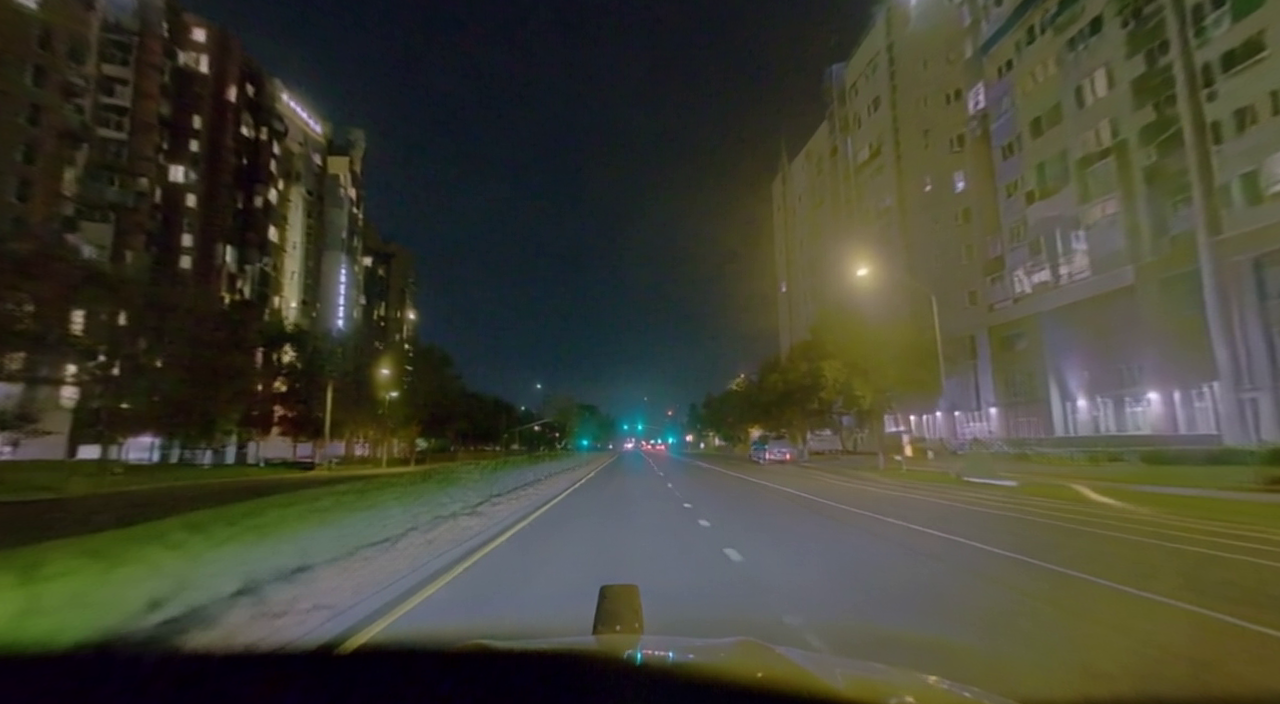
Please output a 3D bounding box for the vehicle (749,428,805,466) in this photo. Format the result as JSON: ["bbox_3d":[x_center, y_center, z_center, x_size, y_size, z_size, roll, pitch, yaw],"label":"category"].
[{"bbox_3d":[9.740,6.822,45.565,2.456,2.534,5.930,0,-9,-3],"label":"vehicle"}]
